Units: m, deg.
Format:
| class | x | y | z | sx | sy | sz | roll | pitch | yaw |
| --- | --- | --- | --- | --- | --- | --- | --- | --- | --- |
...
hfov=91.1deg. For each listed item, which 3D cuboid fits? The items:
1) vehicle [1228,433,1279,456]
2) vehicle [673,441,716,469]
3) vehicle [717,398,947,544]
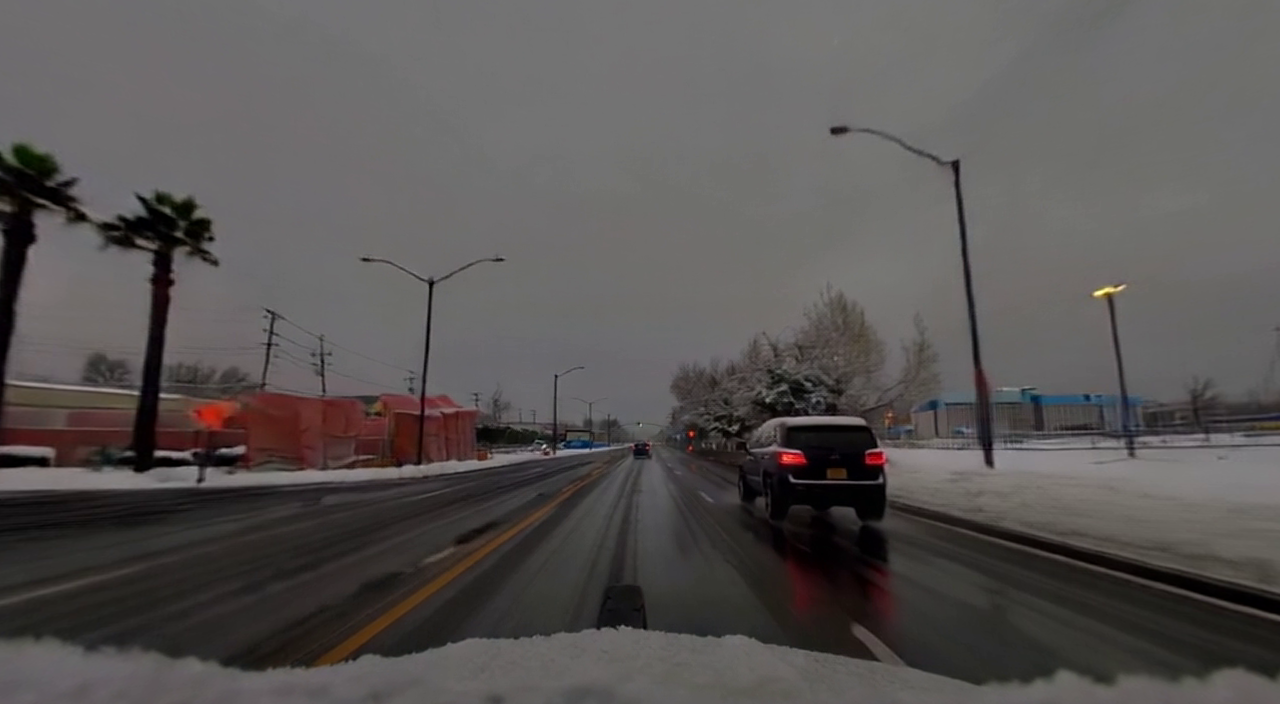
| class | x | y | z | sx | sy | sz | roll | pitch | yaw |
| --- | --- | --- | --- | --- | --- | --- | --- | --- | --- |
| vehicle | 46.636 | 6.981 | 47.293 | 4.300 | 1.684 | 1.992 | 5 | -10 | -29 |
| vehicle | 3.201 | 6.162 | 37.713 | 2.148 | 1.562 | 4.642 | 0 | -8 | 0 |
| vehicle | 2.965 | 2.029 | 11.441 | 2.386 | 1.970 | 5.665 | 0 | -8 | 0 |
